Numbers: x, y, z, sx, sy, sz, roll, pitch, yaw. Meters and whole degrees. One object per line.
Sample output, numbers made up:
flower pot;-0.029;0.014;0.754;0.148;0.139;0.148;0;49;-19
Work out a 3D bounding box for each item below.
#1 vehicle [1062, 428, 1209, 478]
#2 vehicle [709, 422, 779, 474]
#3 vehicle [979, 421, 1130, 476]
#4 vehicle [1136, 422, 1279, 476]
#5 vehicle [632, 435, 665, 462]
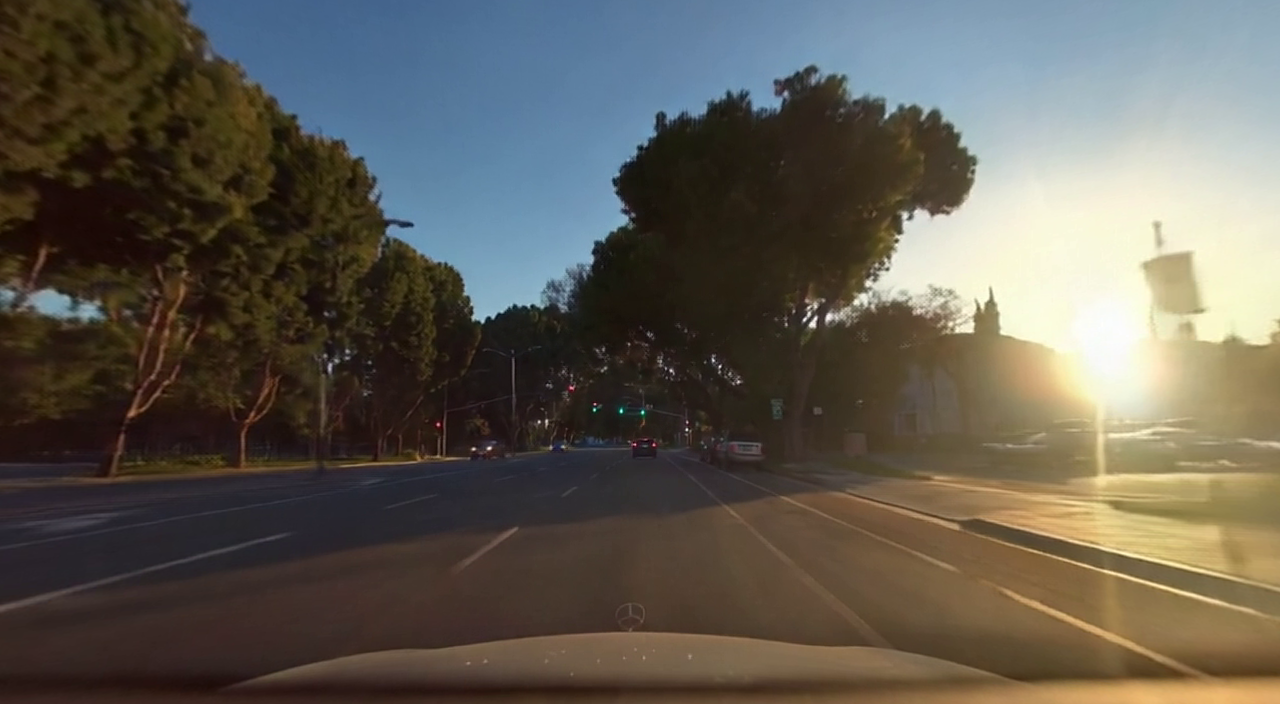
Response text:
vehicle;17.350;3.504;22.354;2.049;1.475;3.863;-3;-7;0
vehicle;4.589;4.391;28.975;2.162;2.080;6.515;0;-8;1
vehicle;14.522;3.431;22.529;2.069;1.747;4.822;0;-8;-1
vehicle;20.074;3.356;22.225;1.885;1.712;4.208;0;-7;3
vehicle;0.606;6.610;43.480;2.169;1.751;4.276;0;-8;1
